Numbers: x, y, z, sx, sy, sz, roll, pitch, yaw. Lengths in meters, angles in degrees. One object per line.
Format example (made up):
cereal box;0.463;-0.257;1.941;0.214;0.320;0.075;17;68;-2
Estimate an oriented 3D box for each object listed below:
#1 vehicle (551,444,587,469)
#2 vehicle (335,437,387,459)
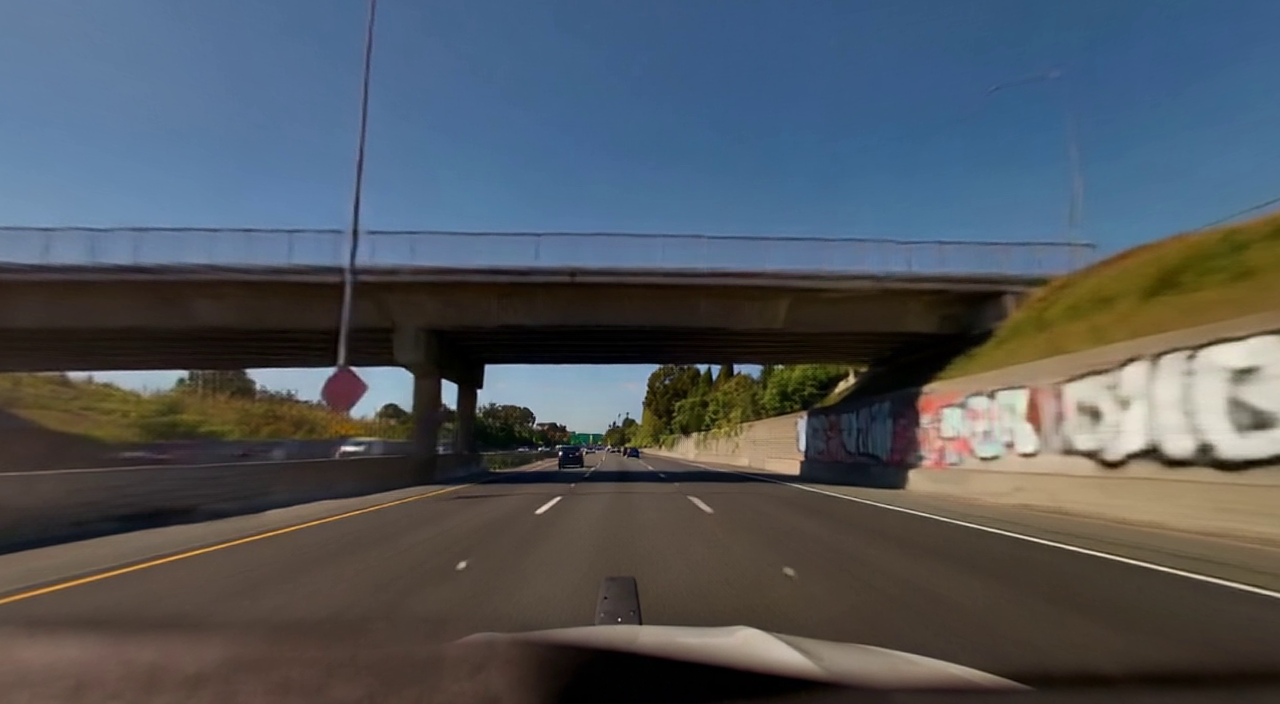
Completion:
vehicle;-4.341;6.478;39.040;1.871;1.459;3.771;0;-9;-1
vehicle;-20.952;7.229;47.398;1.973;1.585;4.484;0;-9;-2
